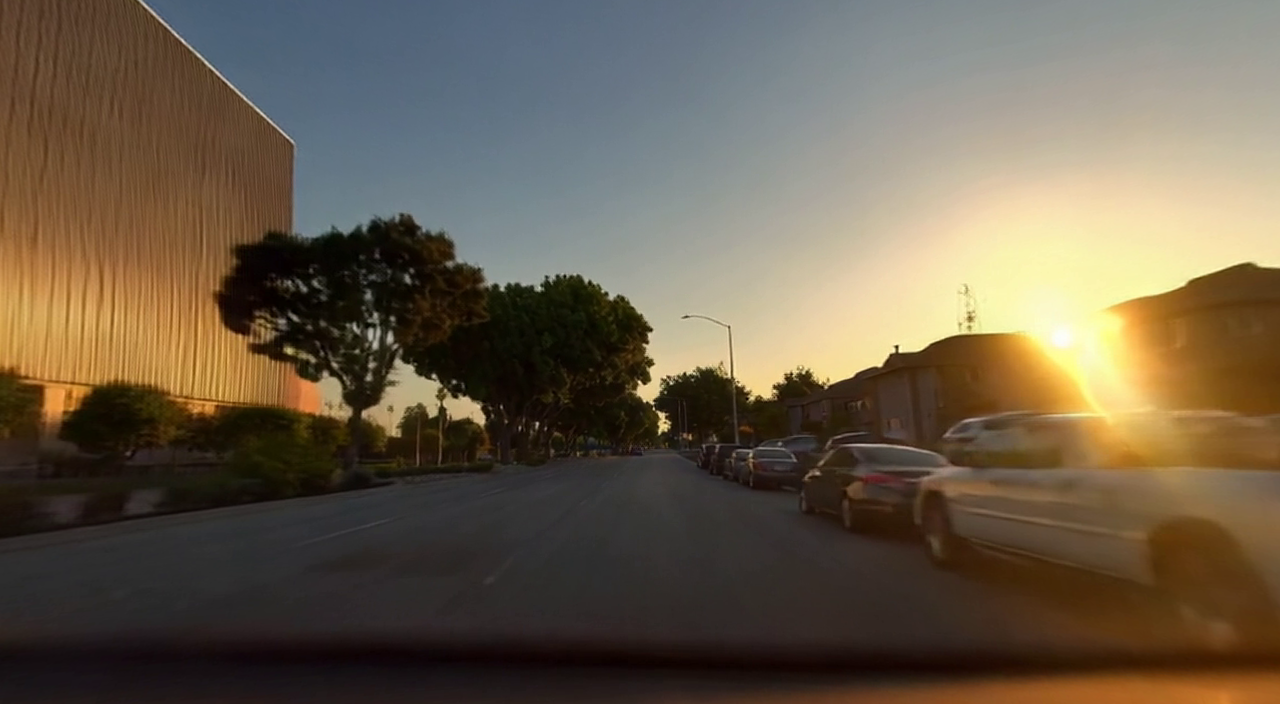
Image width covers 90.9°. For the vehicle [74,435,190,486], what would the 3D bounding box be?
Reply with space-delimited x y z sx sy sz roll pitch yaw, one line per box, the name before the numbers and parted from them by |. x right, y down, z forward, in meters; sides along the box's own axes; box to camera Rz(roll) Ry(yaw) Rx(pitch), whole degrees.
vehicle | -36.069 7.673 45.118 2.736 3.317 6.453 0 -8 0

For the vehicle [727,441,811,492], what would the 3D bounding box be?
vehicle | 4.451 4.004 22.583 1.962 1.590 5.179 0 -8 1

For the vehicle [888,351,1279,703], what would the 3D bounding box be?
vehicle | 3.965 1.173 4.775 2.078 1.771 5.174 0 -8 0
